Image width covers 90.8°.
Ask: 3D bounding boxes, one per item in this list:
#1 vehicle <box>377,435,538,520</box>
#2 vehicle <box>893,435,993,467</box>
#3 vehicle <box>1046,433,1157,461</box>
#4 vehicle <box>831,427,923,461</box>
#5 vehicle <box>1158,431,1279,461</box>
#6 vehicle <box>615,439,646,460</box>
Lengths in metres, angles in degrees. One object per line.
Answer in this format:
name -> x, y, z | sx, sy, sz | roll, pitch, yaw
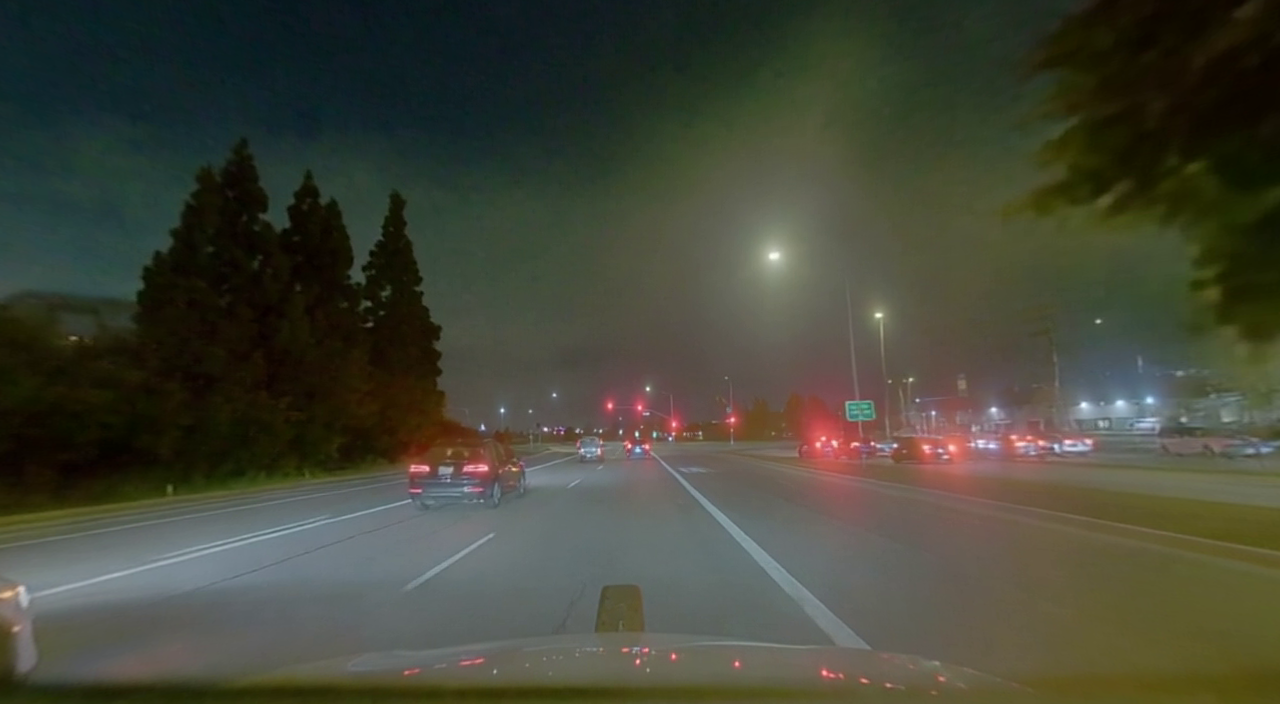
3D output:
vehicle -> -3.627, 2.564, 13.542 | 1.920, 1.480, 4.549 | 0, -8, 2
vehicle -> 14.939, 4.851, 31.093 | 4.505, 1.472, 2.020 | 4, -9, -26
vehicle -> 25.179, 5.217, 34.681 | 4.528, 1.450, 1.889 | -4, -9, 26
vehicle -> 14.951, 5.803, 39.810 | 5.394, 1.994, 2.228 | 4, -9, -26
vehicle -> 29.700, 4.784, 32.235 | 4.650, 1.445, 1.982 | -5, -10, 28
vehicle -> -0.663, 7.290, 47.216 | 2.231, 1.481, 4.489 | 0, -8, 1
